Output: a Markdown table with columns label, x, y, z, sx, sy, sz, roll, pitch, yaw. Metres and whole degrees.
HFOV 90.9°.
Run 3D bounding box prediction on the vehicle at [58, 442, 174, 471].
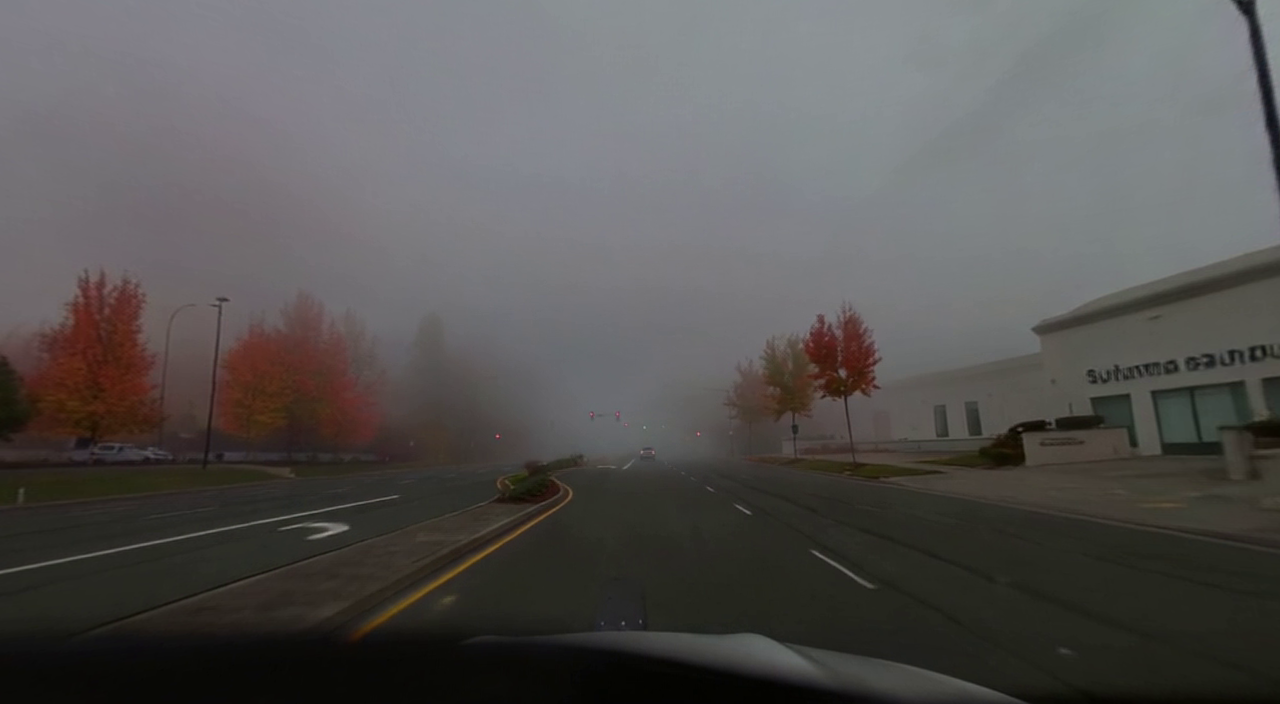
| label | x | y | z | sx | sy | sz | roll | pitch | yaw |
| --- | --- | --- | --- | --- | --- | --- | --- | --- | --- |
| vehicle | -30.410 | 6.124 | 36.733 | 4.706 | 1.457 | 1.999 | 3 | -11 | -5 |
